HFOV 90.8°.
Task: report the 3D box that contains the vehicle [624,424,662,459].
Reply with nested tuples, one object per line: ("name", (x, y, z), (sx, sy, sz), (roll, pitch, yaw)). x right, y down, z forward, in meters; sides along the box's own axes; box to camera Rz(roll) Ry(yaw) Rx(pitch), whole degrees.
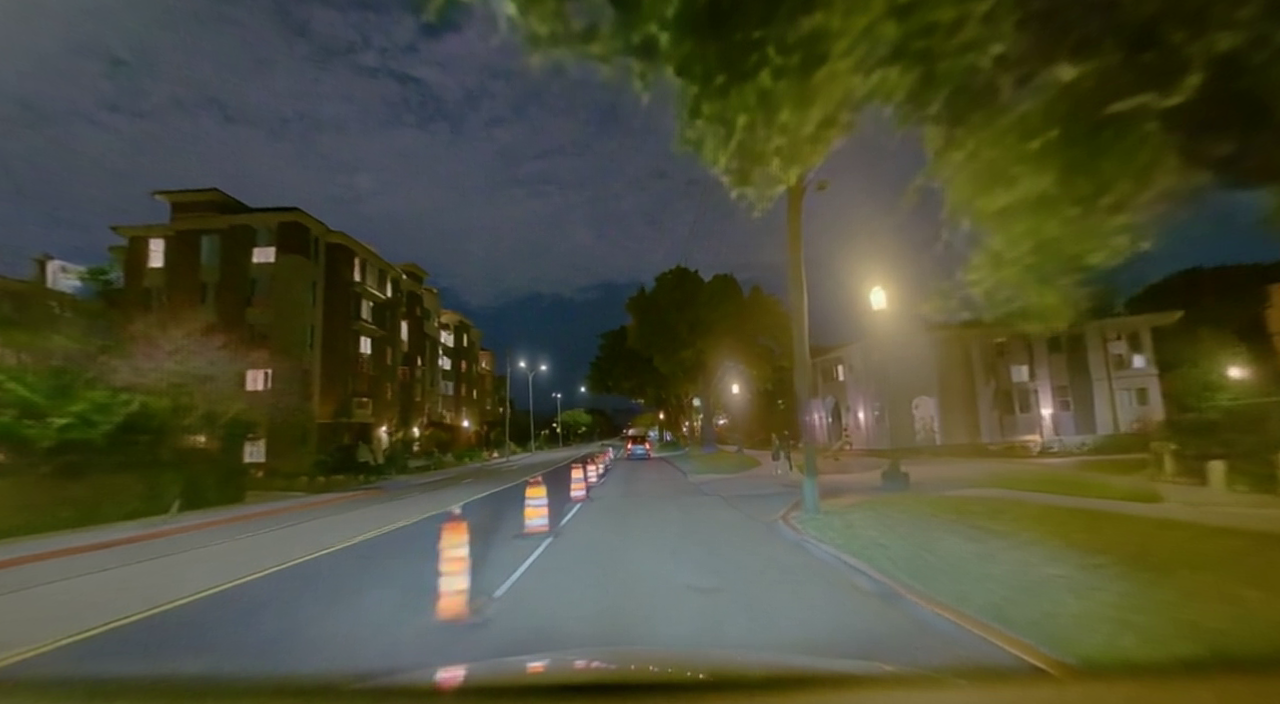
("vehicle", (0.116, 5.575, 39.283), (2.169, 2.015, 5.206), (0, -8, -1))

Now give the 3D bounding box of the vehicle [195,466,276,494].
("vehicle", (-25.063, 7.887, 39.115), (4.314, 1.583, 1.779), (-3, -9, 18))
